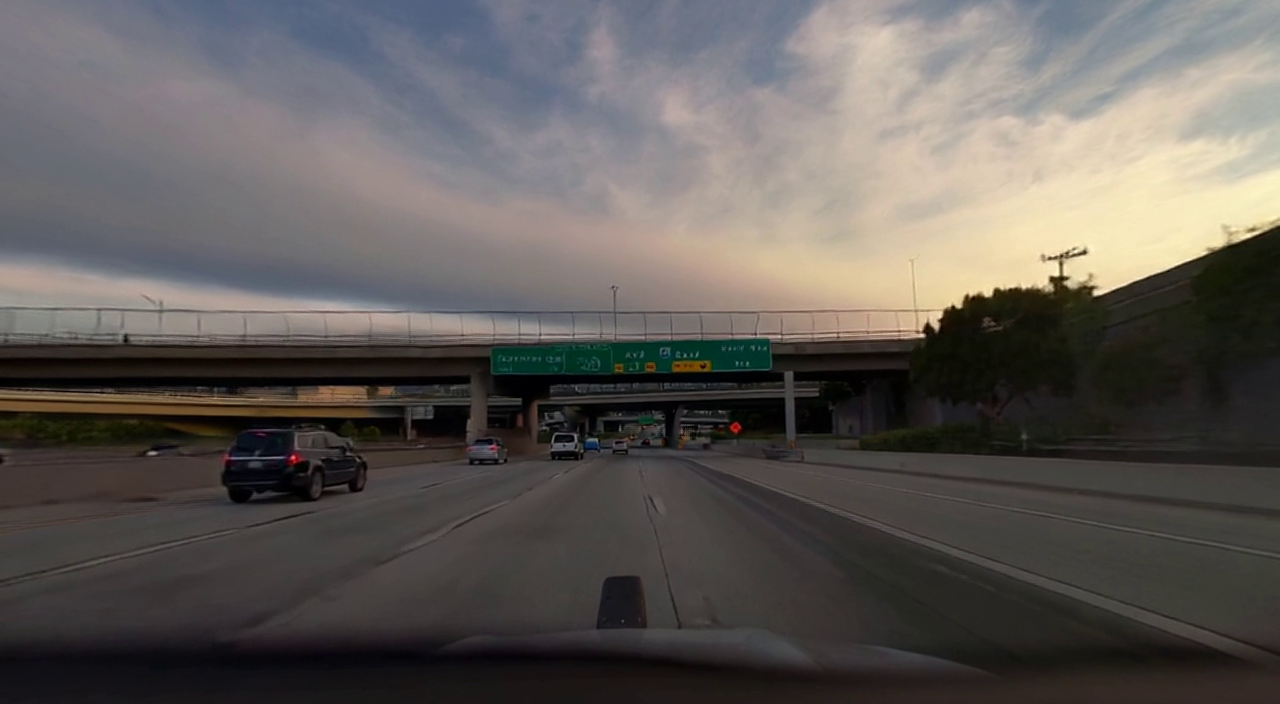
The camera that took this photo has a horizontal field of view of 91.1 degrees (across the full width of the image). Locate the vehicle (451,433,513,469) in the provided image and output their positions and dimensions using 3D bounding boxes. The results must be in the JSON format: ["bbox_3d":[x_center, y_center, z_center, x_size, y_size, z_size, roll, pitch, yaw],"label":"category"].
[{"bbox_3d":[-8.276,5.249,33.422,2.109,1.784,4.709,0,-8,-1],"label":"vehicle"}]

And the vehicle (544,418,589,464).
[{"bbox_3d":[-4.800,5.986,42.082,2.301,2.843,6.458,0,-8,-1],"label":"vehicle"}]

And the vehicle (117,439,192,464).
[{"bbox_3d":[-37.832,7.772,49.062,2.125,1.820,4.546,0,-8,0],"label":"vehicle"}]

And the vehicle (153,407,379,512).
[{"bbox_3d":[-7.917,2.335,14.033,2.179,1.948,4.618,0,-8,0],"label":"vehicle"}]

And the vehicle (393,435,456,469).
[{"bbox_3d":[-11.583,5.391,34.037,1.900,1.726,4.236,0,-8,-1],"label":"vehicle"}]
